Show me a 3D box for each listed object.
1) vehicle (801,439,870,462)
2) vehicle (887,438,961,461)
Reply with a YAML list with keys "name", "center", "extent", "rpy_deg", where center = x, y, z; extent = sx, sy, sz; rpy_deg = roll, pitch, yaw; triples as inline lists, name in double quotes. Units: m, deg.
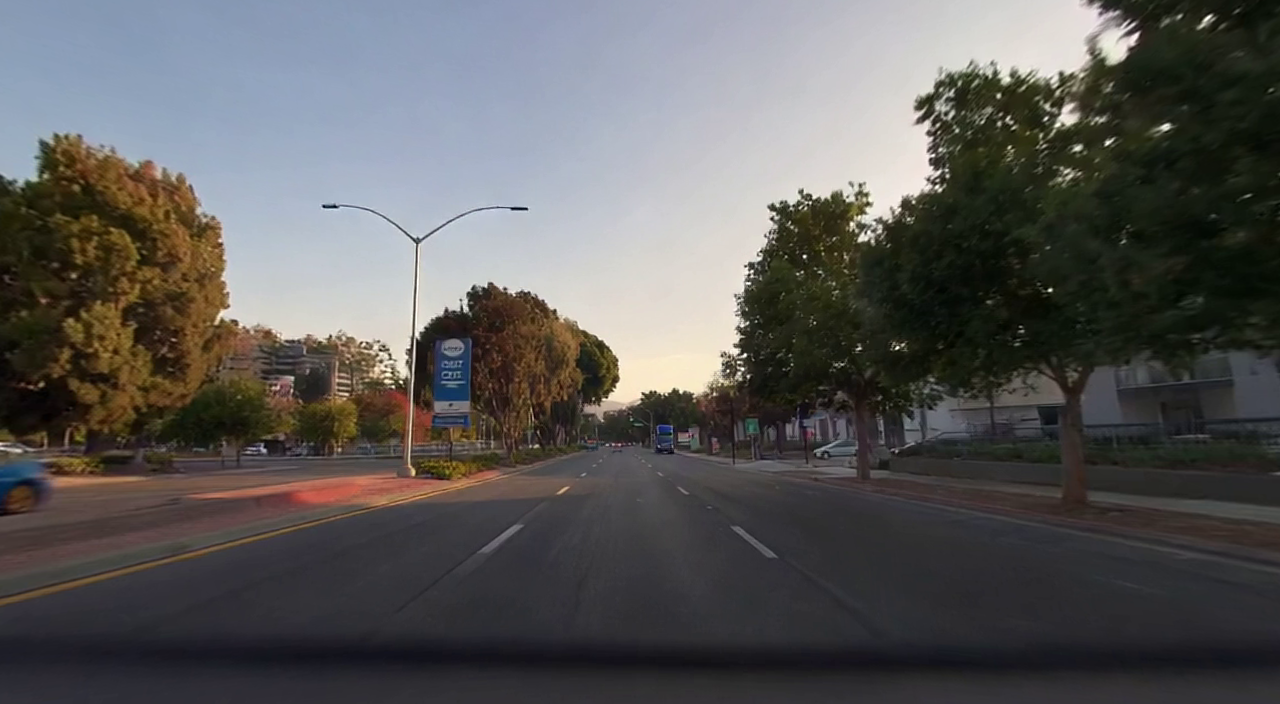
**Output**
- name: "vehicle"
  center: [13.945, 7.026, 45.169]
  extent: [4.296, 1.596, 1.807]
  rpy_deg: [0, -9, -1]
- name: "vehicle"
  center: [20.402, 7.012, 45.496]
  extent: [4.416, 1.561, 1.876]
  rpy_deg: [0, -9, -1]
